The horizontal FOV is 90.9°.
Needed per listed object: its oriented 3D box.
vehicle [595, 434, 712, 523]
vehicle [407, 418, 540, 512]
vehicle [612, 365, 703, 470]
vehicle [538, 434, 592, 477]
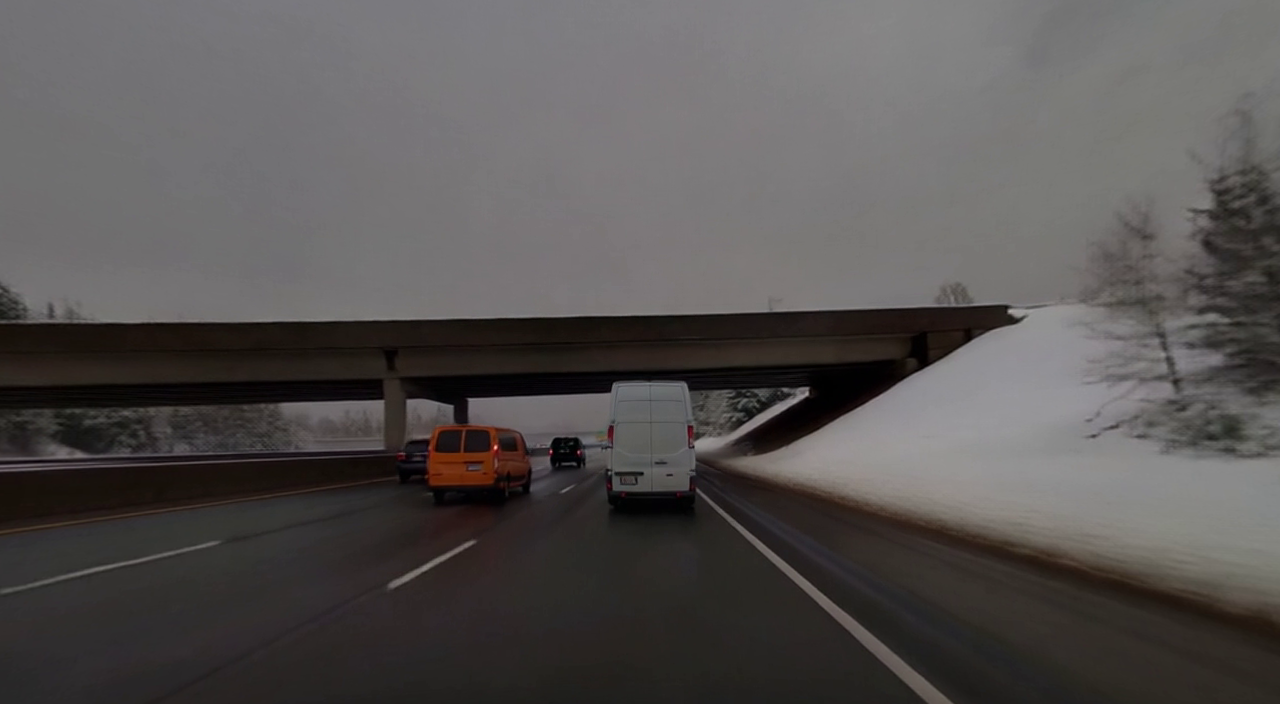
[{"bbox_3d":[0.225,2.428,12.521,1.991,1.507,3.391,0,-9,0],"label":"vehicle"},{"bbox_3d":[-3.662,2.575,14.661,1.951,1.882,3.979,0,-9,1],"label":"vehicle"},{"bbox_3d":[0.425,3.787,32.176,3.289,3.822,18.653,0,-9,-1],"label":"vehicle"},{"bbox_3d":[-3.503,4.934,30.193,2.068,1.862,4.234,0,-9,0],"label":"vehicle"}]
